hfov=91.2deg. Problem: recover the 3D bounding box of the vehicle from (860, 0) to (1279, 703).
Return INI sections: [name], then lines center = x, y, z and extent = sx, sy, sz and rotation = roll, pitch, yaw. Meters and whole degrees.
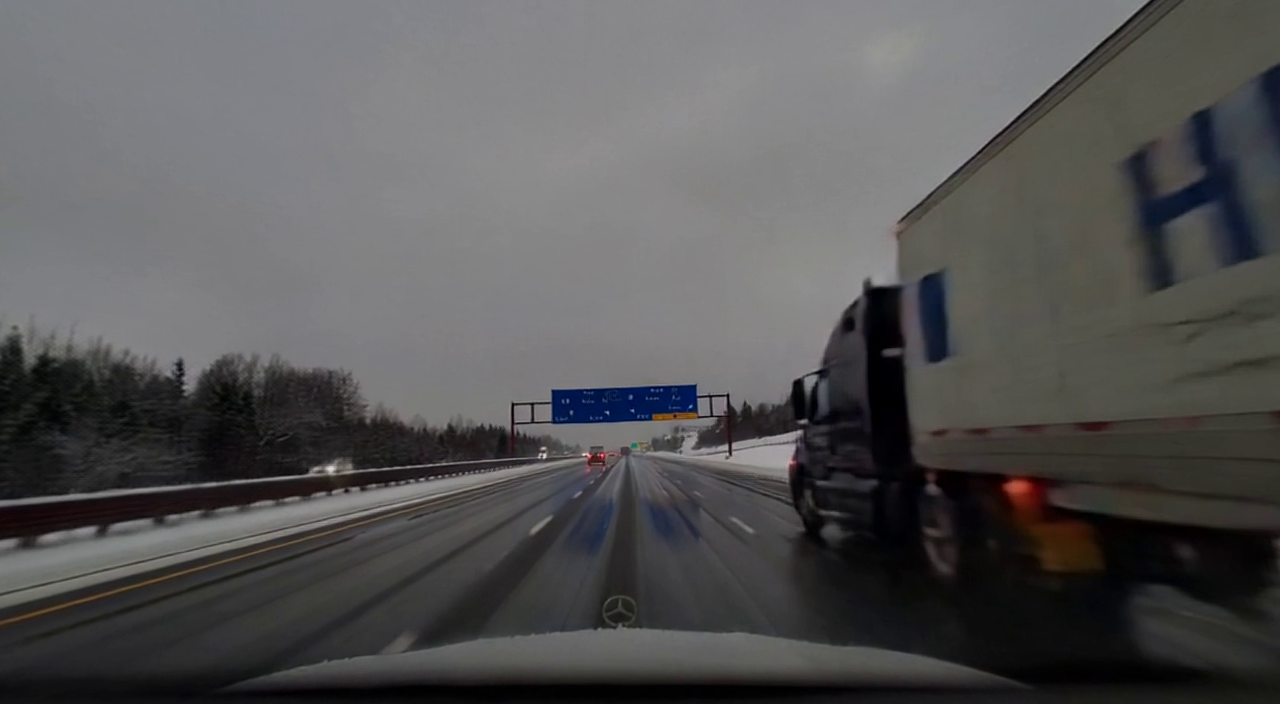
[vehicle]
center = 4.093, -0.290, 1.301
extent = 2.823, 3.509, 12.118
rotation = 0, -9, 0
